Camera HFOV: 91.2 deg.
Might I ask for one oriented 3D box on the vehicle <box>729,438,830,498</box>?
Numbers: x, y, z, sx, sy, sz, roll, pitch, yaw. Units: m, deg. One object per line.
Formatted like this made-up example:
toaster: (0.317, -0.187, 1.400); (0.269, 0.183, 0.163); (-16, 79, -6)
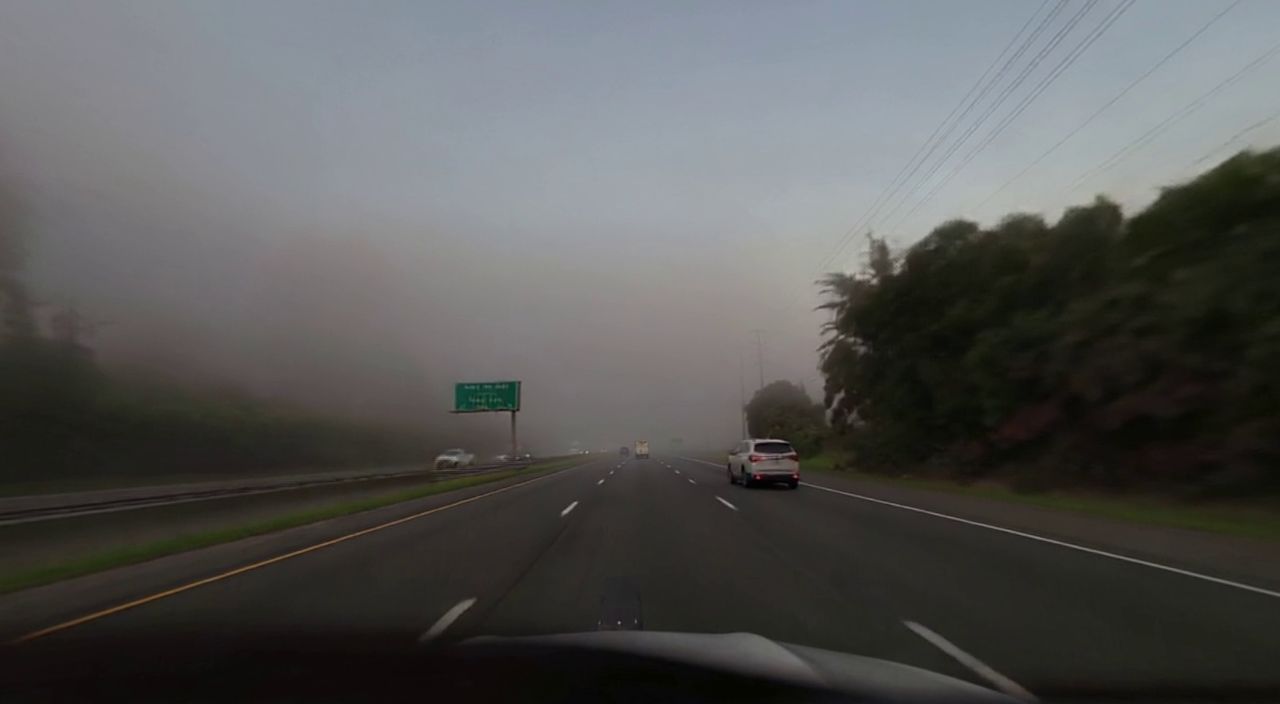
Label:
vehicle: (4.036, 3.431, 18.902); (2.054, 1.565, 4.089); (0, -9, -1)
